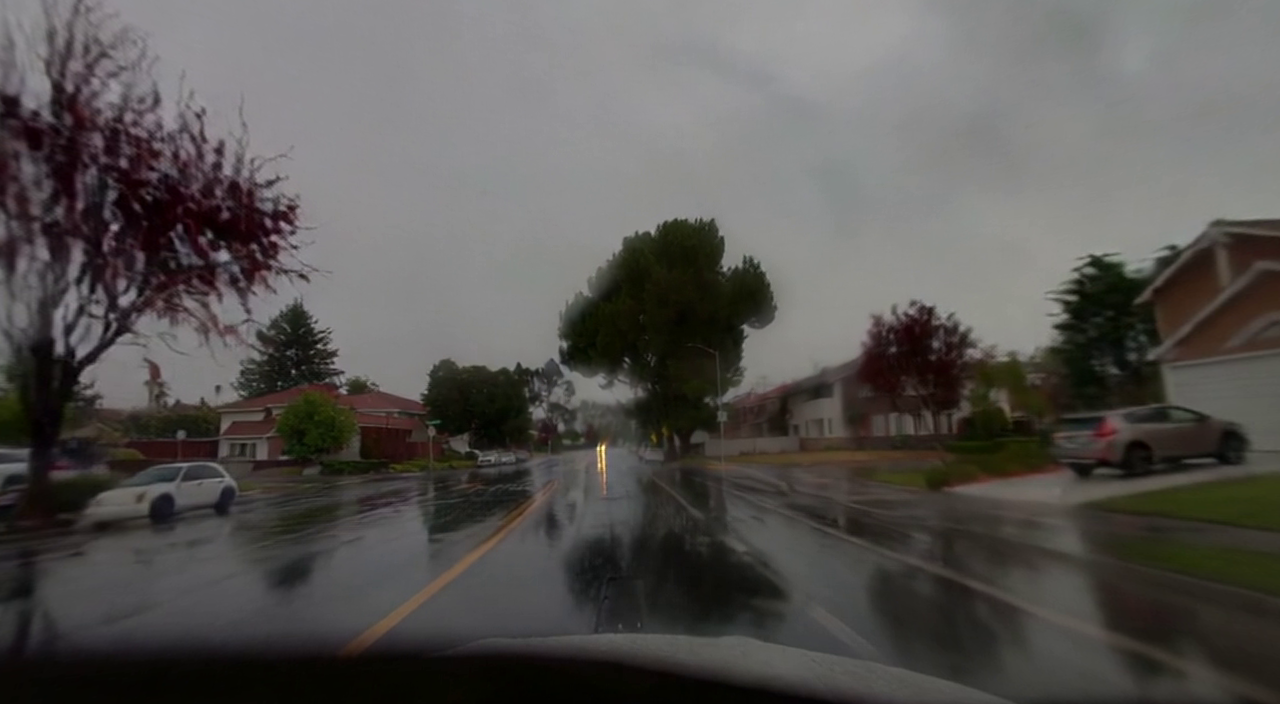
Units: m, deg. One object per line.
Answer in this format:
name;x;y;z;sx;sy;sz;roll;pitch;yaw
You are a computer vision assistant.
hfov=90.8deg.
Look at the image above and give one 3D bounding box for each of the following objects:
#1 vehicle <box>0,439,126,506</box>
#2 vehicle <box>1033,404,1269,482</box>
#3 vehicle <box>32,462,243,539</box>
vehicle;-19.877;3.852;19.876;5.560;1.892;2.099;-3;-9;0
vehicle;11.880;2.127;14.823;4.216;1.634;1.999;2;-9;-13
vehicle;-12.039;3.524;15.584;1.870;1.451;4.140;-1;-8;-2
